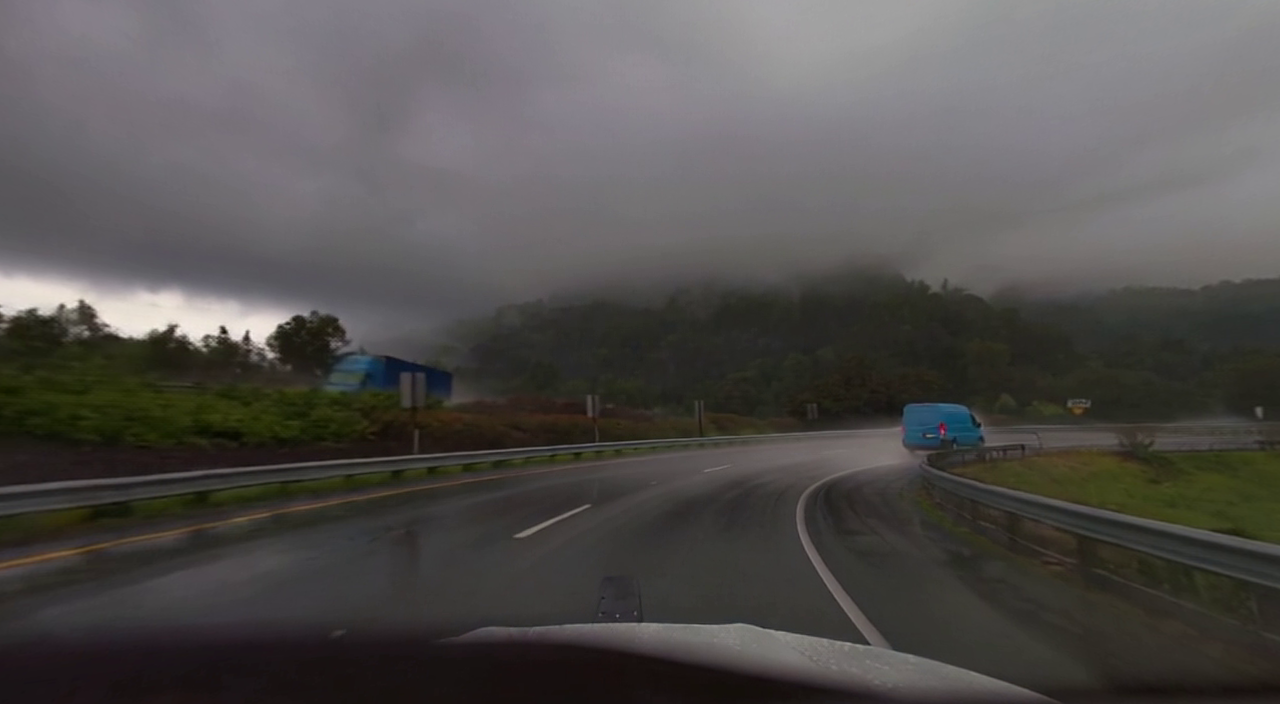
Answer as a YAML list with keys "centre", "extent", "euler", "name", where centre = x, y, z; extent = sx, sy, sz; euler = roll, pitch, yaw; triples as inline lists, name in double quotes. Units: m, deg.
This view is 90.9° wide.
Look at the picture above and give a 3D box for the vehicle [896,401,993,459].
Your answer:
- centre: [14.937, 3.821, 30.780]
  extent: [5.330, 2.577, 2.352]
  euler: [7, -11, -43]
  name: "vehicle"
